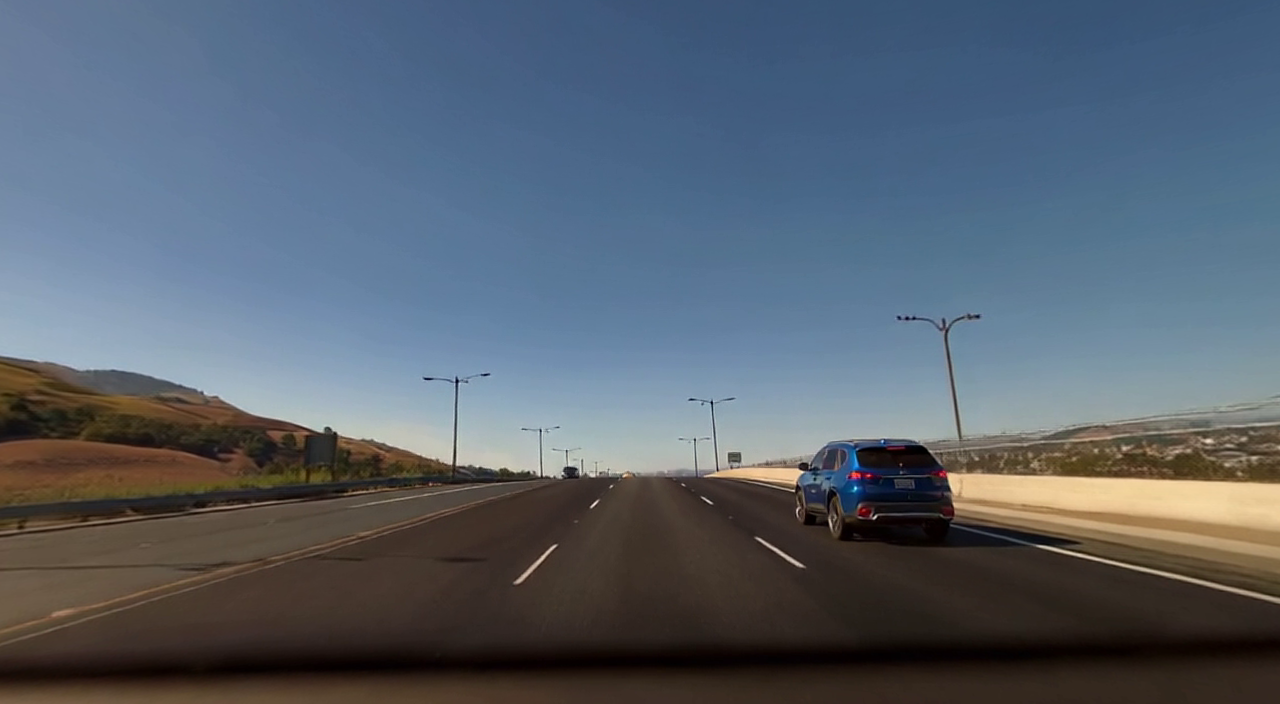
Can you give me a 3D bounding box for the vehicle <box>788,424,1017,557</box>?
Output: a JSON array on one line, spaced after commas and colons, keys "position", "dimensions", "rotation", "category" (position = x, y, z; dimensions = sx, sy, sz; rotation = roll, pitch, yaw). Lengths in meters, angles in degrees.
[{"position": [3.968, 2.153, 10.528], "dimensions": [1.989, 1.730, 4.324], "rotation": [0, -9, 1], "category": "vehicle"}]
